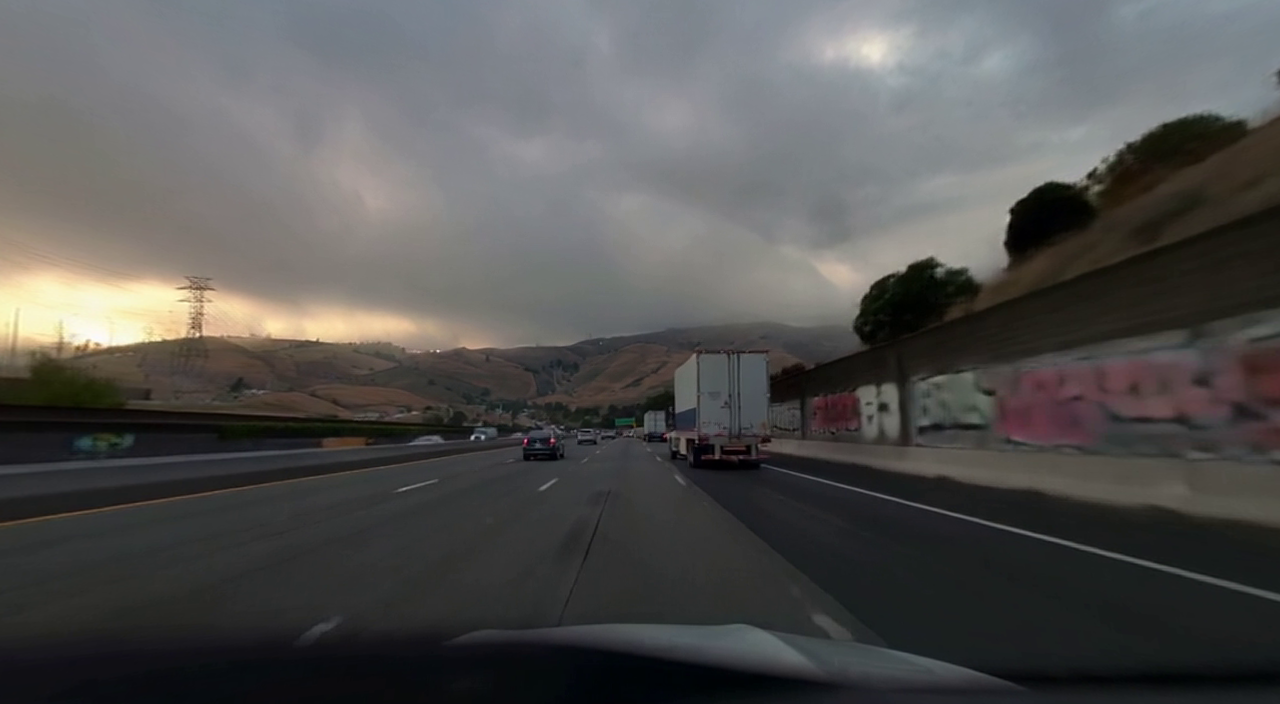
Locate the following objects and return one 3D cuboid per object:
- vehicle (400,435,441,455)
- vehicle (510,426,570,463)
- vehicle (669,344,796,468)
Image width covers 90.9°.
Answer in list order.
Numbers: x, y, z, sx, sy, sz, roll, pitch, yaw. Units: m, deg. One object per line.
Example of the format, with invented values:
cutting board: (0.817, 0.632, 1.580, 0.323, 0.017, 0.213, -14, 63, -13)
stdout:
vehicle: (-16.139, 6.848, 46.456, 1.642, 1.416, 3.639, 0, -8, 1)
vehicle: (-4.319, 4.070, 27.885, 1.965, 1.486, 4.448, 0, -8, -1)
vehicle: (3.112, 2.396, 25.115, 3.060, 3.842, 11.095, 0, -8, -2)
